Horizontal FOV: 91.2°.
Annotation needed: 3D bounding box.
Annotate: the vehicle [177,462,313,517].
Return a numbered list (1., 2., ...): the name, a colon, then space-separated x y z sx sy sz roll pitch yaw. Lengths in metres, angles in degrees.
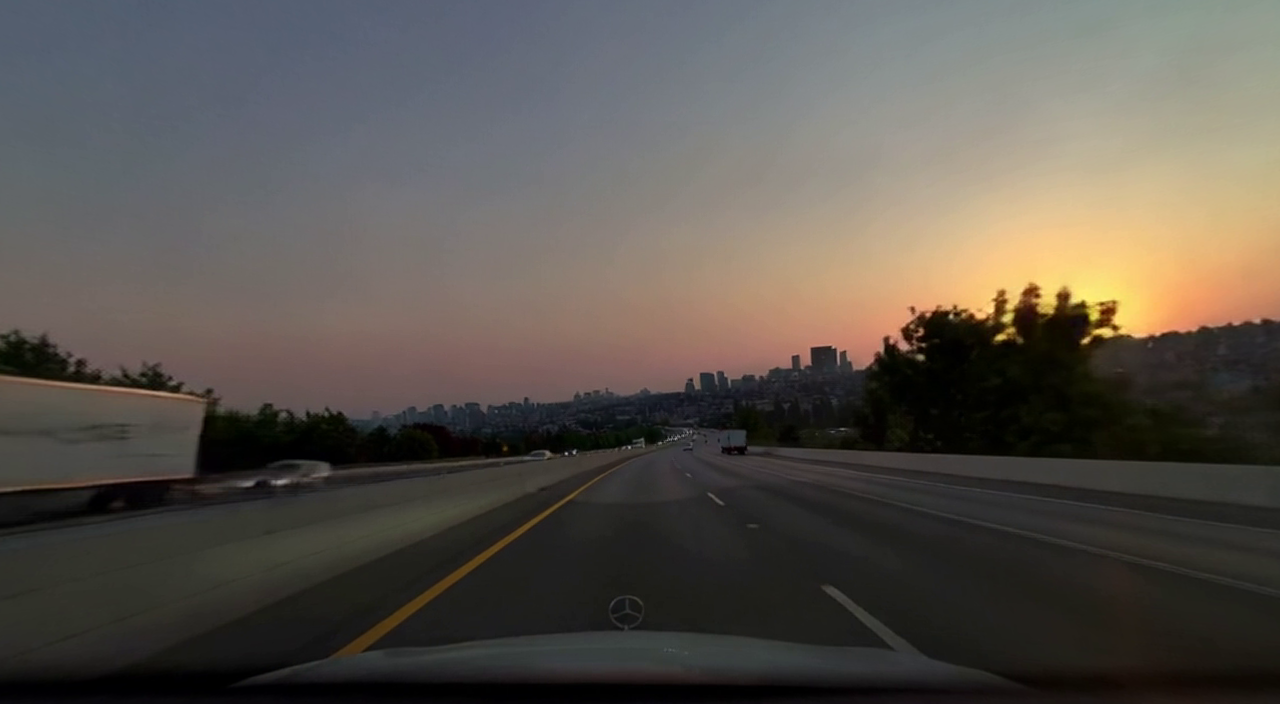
1. vehicle: -12.729 4.429 20.574 1.834 1.504 3.952 0 -9 1

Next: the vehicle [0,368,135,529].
1. vehicle: -17.280 2.189 14.114 2.968 3.924 10.428 0 -9 1
